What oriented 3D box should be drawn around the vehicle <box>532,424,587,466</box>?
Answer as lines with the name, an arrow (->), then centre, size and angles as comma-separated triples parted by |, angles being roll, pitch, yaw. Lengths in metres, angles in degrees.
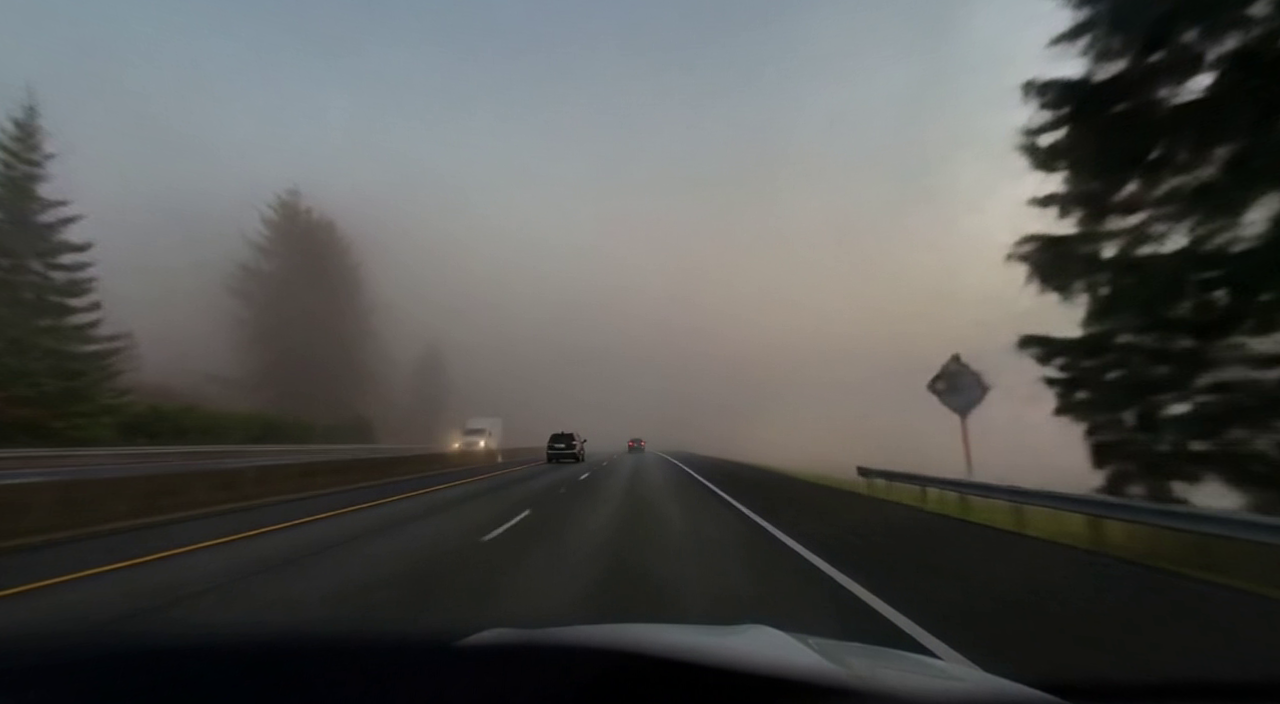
vehicle -> -4.102, 4.845, 32.924 | 2.241, 2.034, 4.890 | 0, -8, -1
